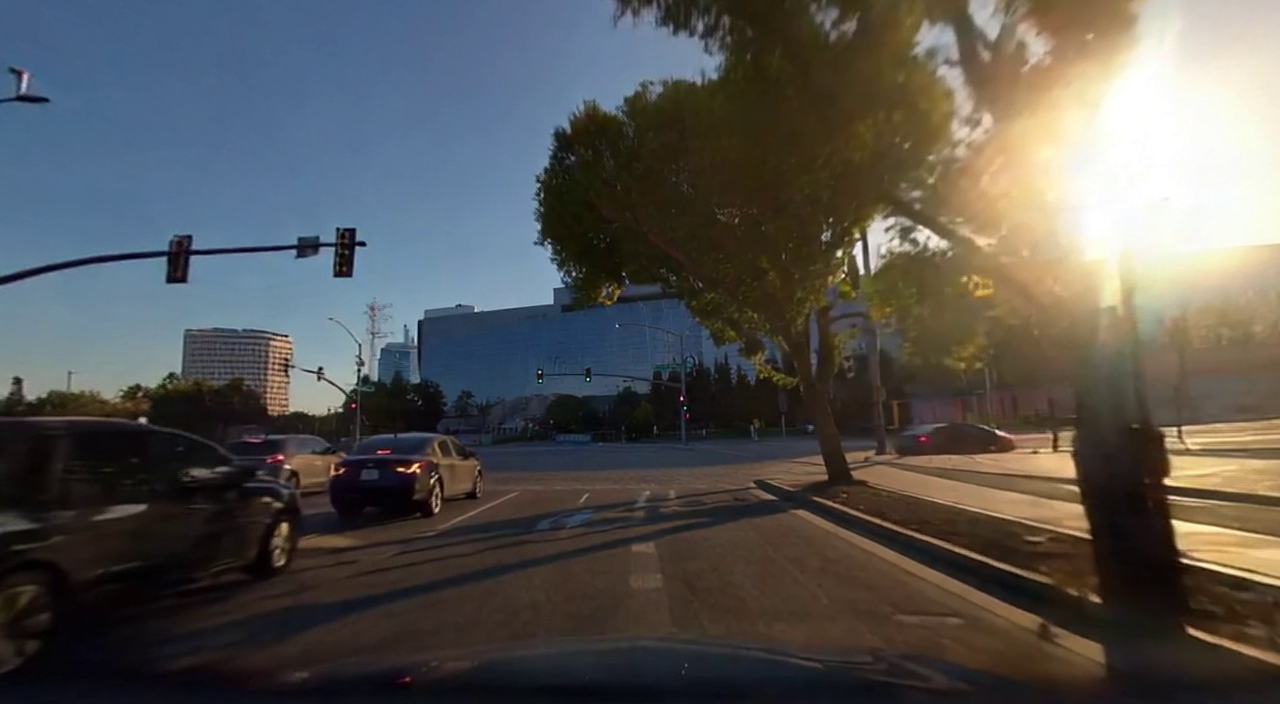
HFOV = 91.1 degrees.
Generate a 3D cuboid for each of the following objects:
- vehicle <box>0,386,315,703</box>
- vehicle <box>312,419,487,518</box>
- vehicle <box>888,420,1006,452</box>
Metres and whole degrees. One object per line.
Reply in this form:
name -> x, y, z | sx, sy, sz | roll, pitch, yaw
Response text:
vehicle -> -4.361, 1.143, 4.207 | 2.043, 1.636, 4.320 | 0, -9, 0
vehicle -> -4.858, 2.429, 13.582 | 1.971, 1.740, 4.654 | 0, -9, -1
vehicle -> 14.960, 4.124, 30.750 | 4.767, 1.524, 1.929 | 0, -9, -1
